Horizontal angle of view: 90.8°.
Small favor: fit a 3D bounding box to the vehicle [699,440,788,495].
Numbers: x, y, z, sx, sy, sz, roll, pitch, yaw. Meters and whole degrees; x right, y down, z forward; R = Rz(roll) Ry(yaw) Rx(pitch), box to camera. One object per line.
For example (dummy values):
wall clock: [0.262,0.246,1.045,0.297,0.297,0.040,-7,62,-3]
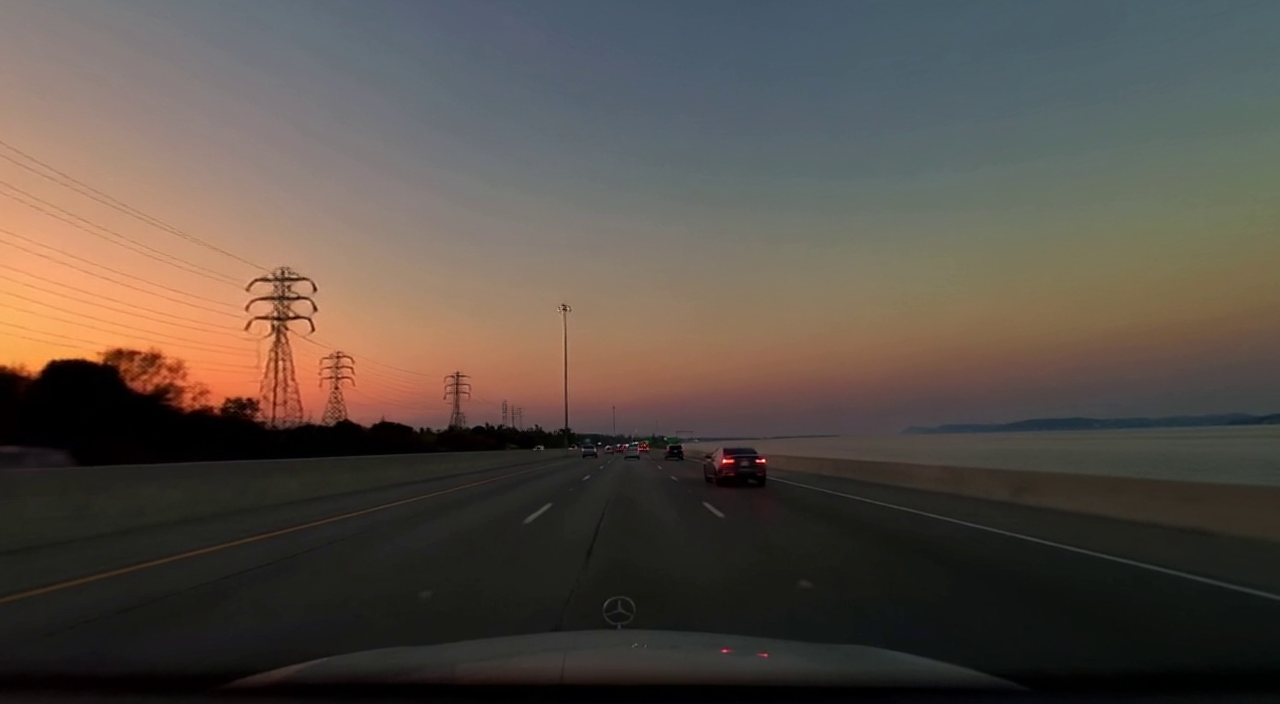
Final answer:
vehicle: [3.047,3.486,19.490,1.890,1.490,4.373,0,-8,-1]
